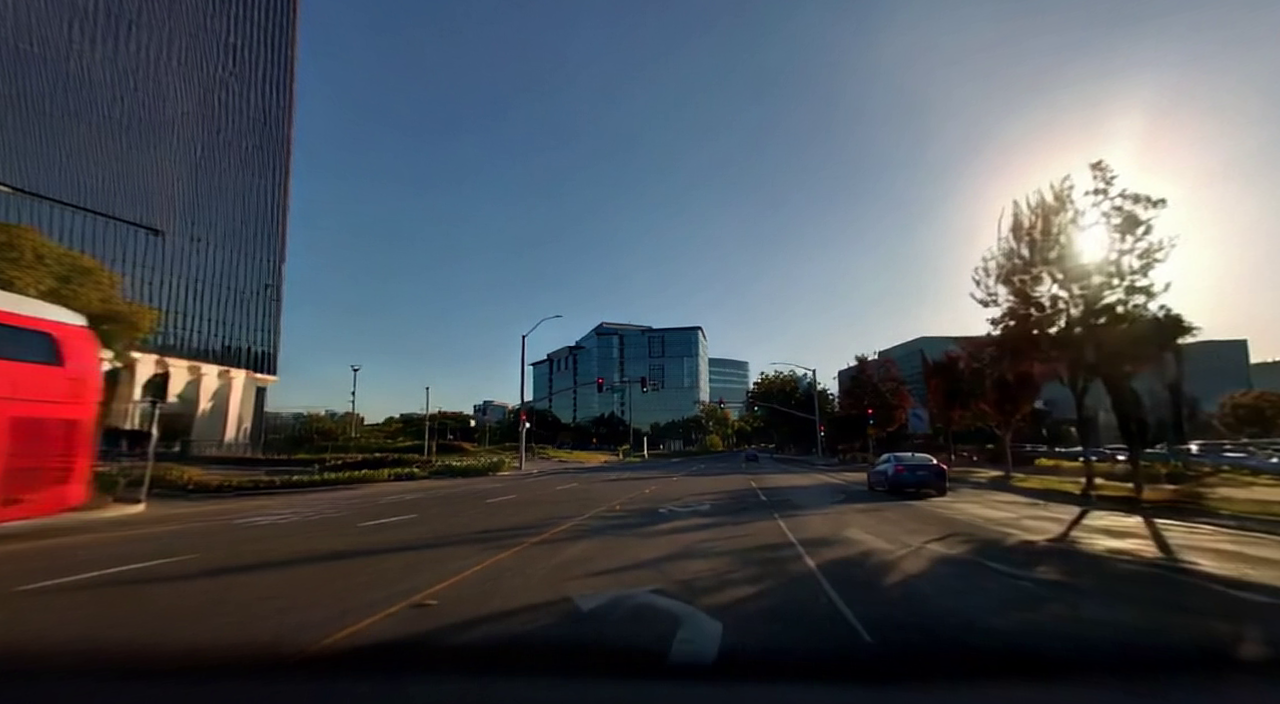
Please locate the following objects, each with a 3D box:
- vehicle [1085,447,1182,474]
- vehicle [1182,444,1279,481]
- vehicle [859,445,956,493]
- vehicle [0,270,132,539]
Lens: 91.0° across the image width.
[{"bbox_3d":[28.998,6.379,37.114,3.896,1.471,1.936,-2,-8,10],"label":"vehicle"},{"bbox_3d":[28.220,5.152,29.407,3.824,1.453,1.894,-4,-8,6],"label":"vehicle"},{"bbox_3d":[9.303,4.075,22.311,1.993,1.501,4.127,-1,-9,6],"label":"vehicle"},{"bbox_3d":[-12.801,0.174,5.987,3.110,4.418,13.688,-1,-9,7],"label":"vehicle"}]
